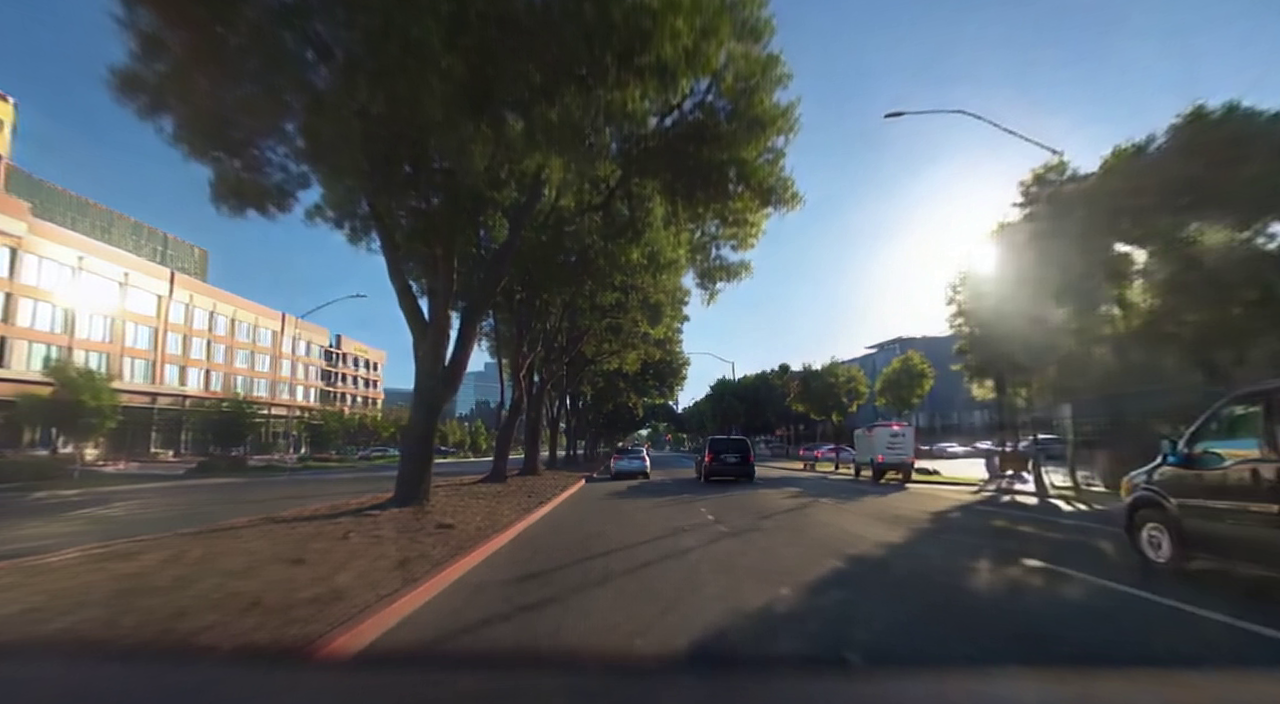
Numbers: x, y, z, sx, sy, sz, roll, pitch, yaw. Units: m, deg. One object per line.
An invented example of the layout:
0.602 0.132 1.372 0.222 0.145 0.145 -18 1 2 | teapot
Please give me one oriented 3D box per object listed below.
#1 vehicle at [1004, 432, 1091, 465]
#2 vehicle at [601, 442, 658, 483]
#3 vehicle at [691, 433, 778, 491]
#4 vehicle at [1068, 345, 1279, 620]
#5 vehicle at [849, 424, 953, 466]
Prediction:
27.521 6.494 42.685 4.770 2.109 2.230 2 -9 -16 | vehicle
-0.393 4.284 24.847 2.095 1.456 3.873 0 -8 0 | vehicle
2.995 3.598 21.023 2.047 1.711 4.265 0 -8 -2 | vehicle
6.283 0.939 4.430 2.573 2.127 5.568 0 -8 -1 | vehicle
17.624 6.309 42.959 5.907 2.777 2.431 0 -8 -2 | vehicle
